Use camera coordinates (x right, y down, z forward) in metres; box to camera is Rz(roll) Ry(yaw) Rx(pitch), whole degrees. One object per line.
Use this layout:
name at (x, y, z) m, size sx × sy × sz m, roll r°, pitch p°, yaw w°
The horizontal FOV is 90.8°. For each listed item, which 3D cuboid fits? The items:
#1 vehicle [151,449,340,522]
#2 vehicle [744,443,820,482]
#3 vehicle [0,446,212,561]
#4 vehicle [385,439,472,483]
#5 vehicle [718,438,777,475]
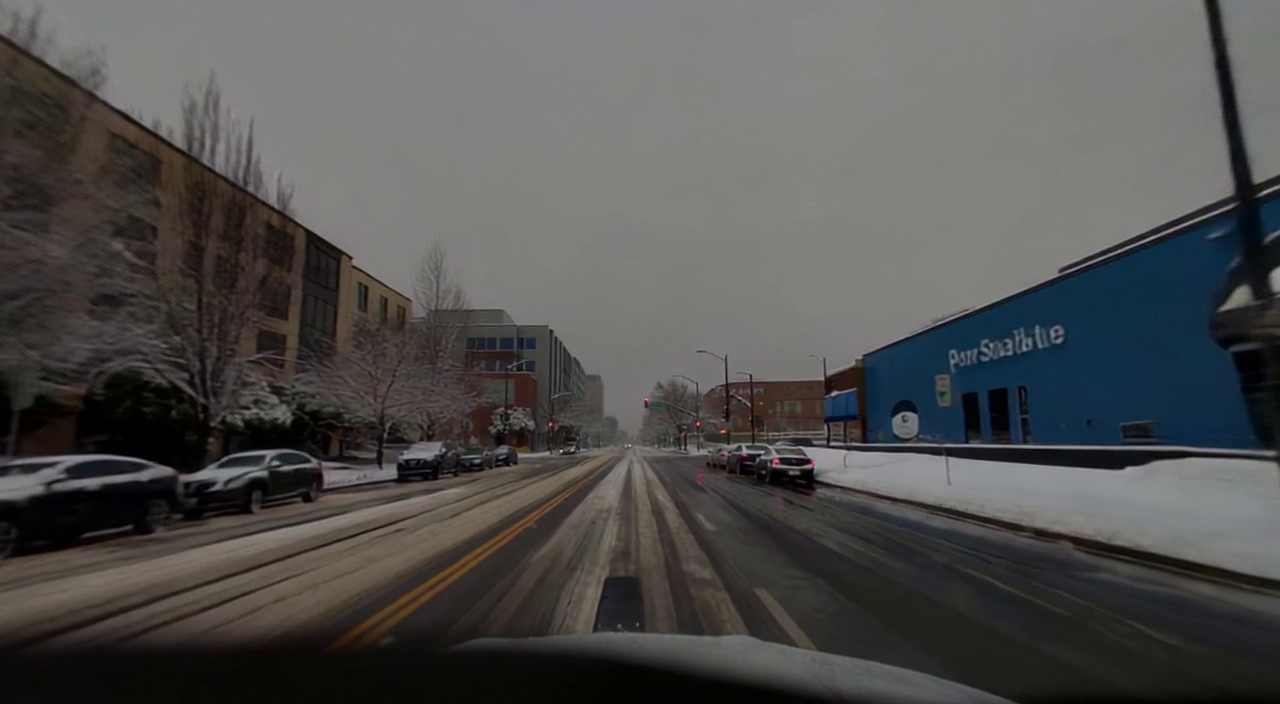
vehicle at (-9.638, 3.249, 16.020) m, size 2.021 × 1.482 × 4.601 m, roll 0°, pitch -8°, yaw -3°
vehicle at (6.053, 4.741, 27.565) m, size 2.038 × 1.482 × 4.994 m, roll 0°, pitch -8°, yaw -2°
vehicle at (-10.048, 2.400, 10.614) m, size 1.995 × 1.564 × 5.321 m, roll 0°, pitch -8°, yaw 0°
vehicle at (-9.978, 5.140, 30.359) m, size 2.228 × 1.863 × 5.407 m, roll 0°, pitch -8°, yaw 1°
vehicle at (5.643, 5.533, 33.945) m, size 2.227 × 1.811 × 5.172 m, roll 0°, pitch -8°, yaw -1°
